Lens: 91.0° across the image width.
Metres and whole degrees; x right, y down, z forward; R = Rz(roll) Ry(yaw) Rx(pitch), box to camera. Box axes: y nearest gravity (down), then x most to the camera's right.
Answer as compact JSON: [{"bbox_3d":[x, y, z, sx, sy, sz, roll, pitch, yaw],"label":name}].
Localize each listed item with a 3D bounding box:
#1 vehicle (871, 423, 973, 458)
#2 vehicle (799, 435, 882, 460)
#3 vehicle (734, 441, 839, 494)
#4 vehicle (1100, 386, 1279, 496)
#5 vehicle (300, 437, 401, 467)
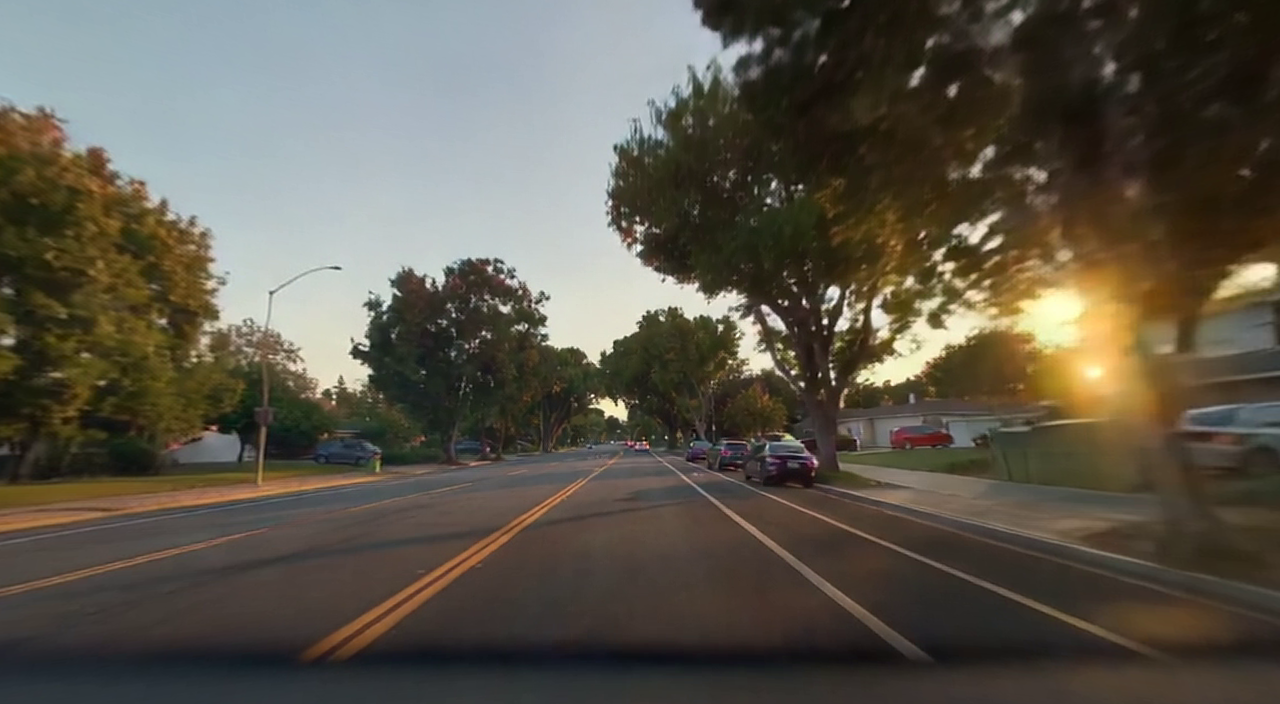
[{"bbox_3d":[18.146,5.698,40.616,5.481,1.869,2.195,-2,-7,-7],"label":"vehicle"},{"bbox_3d":[12.598,6.022,39.756,4.593,1.480,1.819,0,-8,-2],"label":"vehicle"},{"bbox_3d":[4.514,3.628,20.360,1.968,1.467,5.107,0,-8,-3],"label":"vehicle"},{"bbox_3d":[12.548,1.766,12.569,4.857,1.987,2.296,0,-8,0],"label":"vehicle"},{"bbox_3d":[-19.387,6.732,42.329,5.684,1.934,2.217,0,-8,0],"label":"vehicle"}]
